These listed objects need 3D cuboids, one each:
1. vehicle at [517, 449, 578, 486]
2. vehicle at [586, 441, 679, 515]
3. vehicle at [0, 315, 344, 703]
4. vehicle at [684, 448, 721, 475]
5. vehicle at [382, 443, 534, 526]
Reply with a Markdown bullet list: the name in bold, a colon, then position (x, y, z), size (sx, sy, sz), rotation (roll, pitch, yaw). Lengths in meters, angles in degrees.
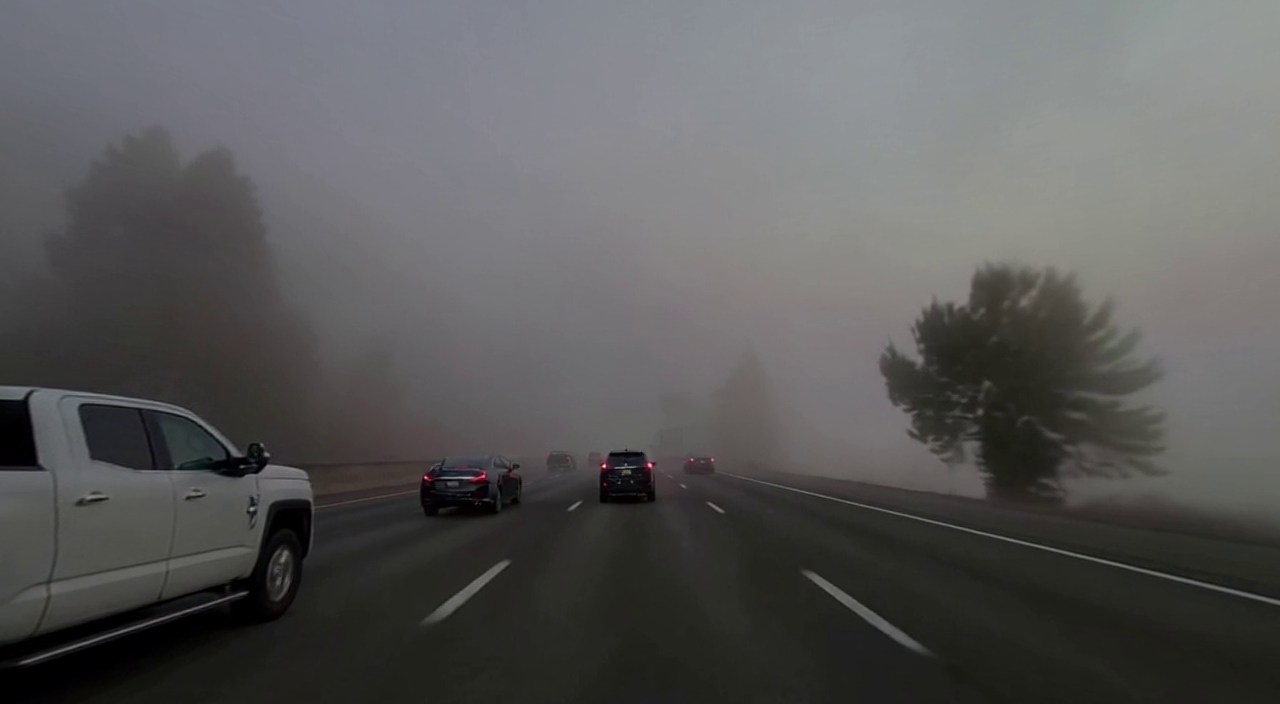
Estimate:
- **vehicle**: position (-3.936, 5.001, 27.571), size (1.999, 1.484, 4.269), rotation (0, -9, 0)
- **vehicle**: position (-0.178, 2.988, 15.326), size (1.996, 1.574, 3.426), rotation (0, -9, -1)
- **vehicle**: position (-3.906, 0.884, 3.317), size (2.243, 1.889, 4.949), rotation (0, -9, 0)
- **vehicle**: position (3.846, 6.791, 39.287), size (1.858, 1.537, 3.838), rotation (0, -9, -1)
- **vehicle**: position (-3.699, 2.777, 13.790), size (1.988, 1.501, 4.438), rotation (0, -9, 0)
